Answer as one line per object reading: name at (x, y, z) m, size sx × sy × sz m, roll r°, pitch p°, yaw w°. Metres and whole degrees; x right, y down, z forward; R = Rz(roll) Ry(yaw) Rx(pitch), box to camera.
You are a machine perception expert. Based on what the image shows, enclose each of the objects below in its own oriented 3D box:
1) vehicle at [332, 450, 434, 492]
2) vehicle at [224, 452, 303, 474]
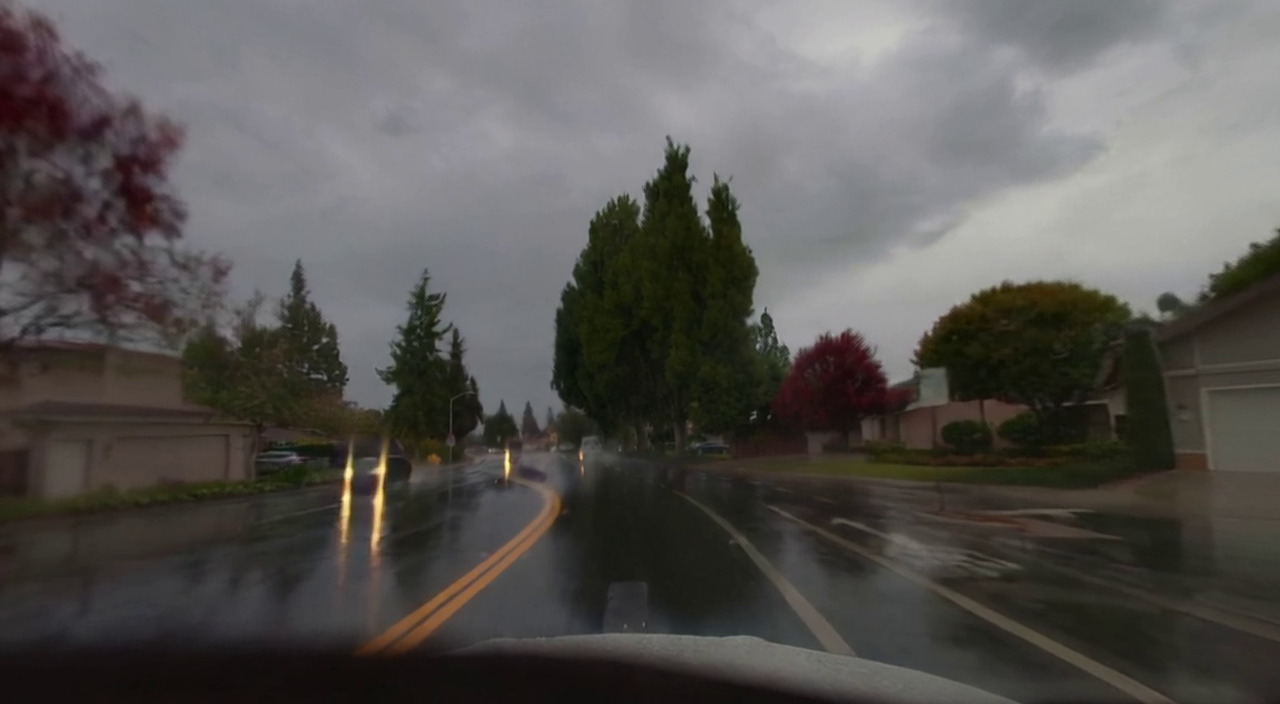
vehicle at (-10.509, 4.877, 26.245) m, size 1.979 × 1.503 × 4.678 m, roll -2°, pitch -9°, yaw 5°
vehicle at (-26.965, 7.984, 45.232) m, size 4.450 × 1.482 × 1.948 m, roll -1°, pitch -9°, yaw 3°
